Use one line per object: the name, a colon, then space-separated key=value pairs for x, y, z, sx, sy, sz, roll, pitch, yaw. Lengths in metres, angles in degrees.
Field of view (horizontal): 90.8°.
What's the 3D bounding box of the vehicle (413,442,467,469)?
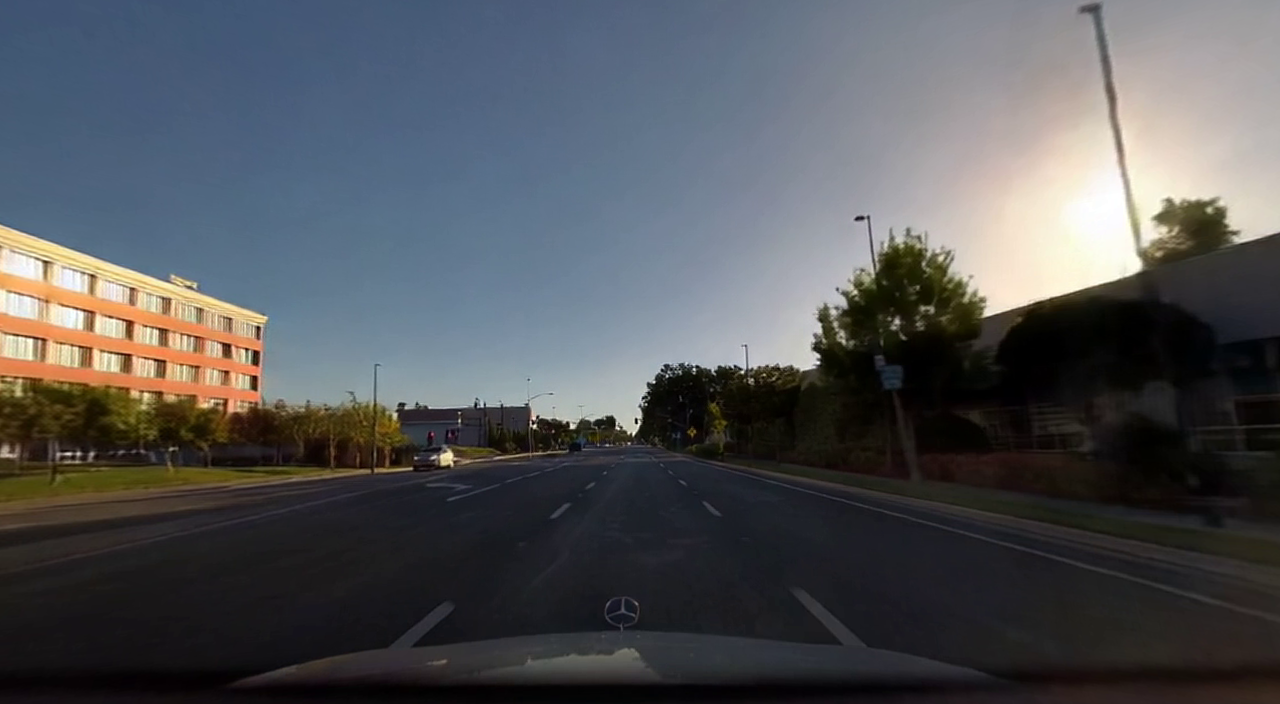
vehicle: x=-13.934 y=7.231 z=44.279 sx=2.133 sy=1.770 sz=5.049 roll=0 pitch=-9 yaw=0
